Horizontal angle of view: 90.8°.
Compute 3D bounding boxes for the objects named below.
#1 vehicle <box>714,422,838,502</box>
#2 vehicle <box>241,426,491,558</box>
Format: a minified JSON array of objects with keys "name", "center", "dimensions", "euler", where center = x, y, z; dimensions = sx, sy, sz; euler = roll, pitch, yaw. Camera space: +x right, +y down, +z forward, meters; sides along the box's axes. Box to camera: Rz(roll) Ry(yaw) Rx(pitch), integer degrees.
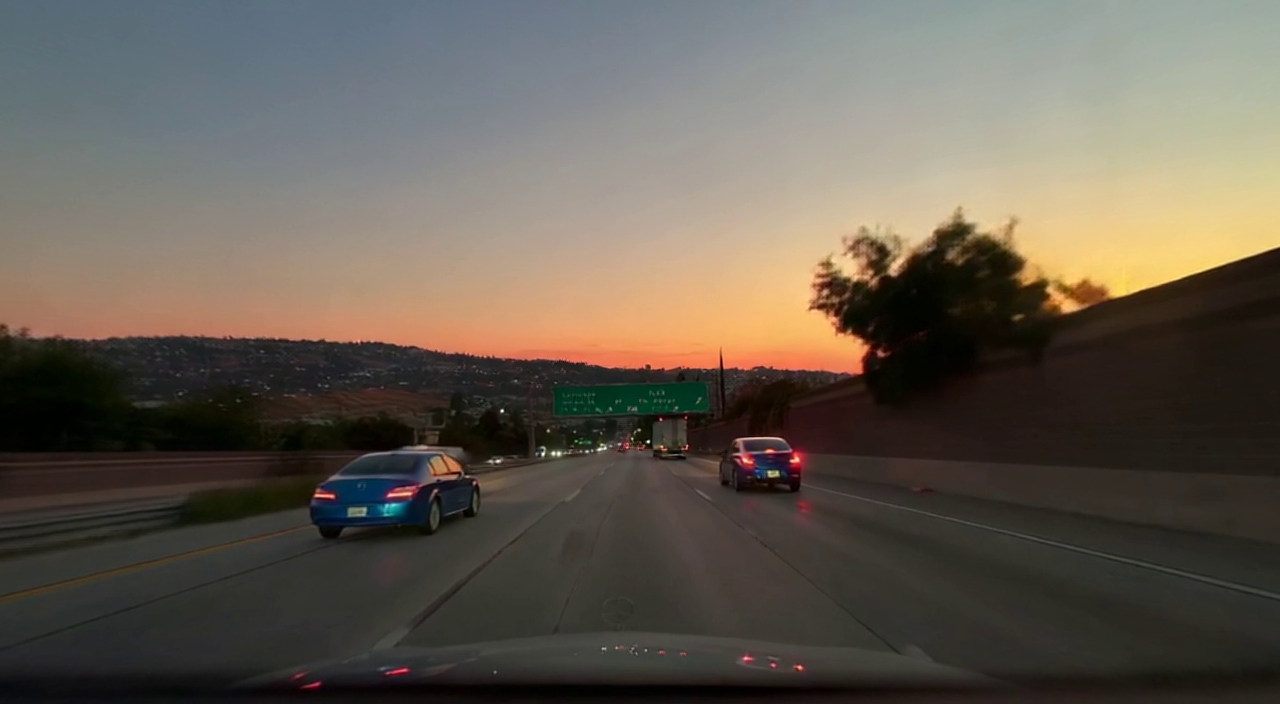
[{"name":"vehicle","center":[3.278,2.769,16.270],"dimensions":[2.065,1.760,4.488],"euler":[0,-8,-2]},{"name":"vehicle","center":[-3.944,2.071,10.221],"dimensions":[1.903,1.607,4.770],"euler":[0,-8,0]}]
